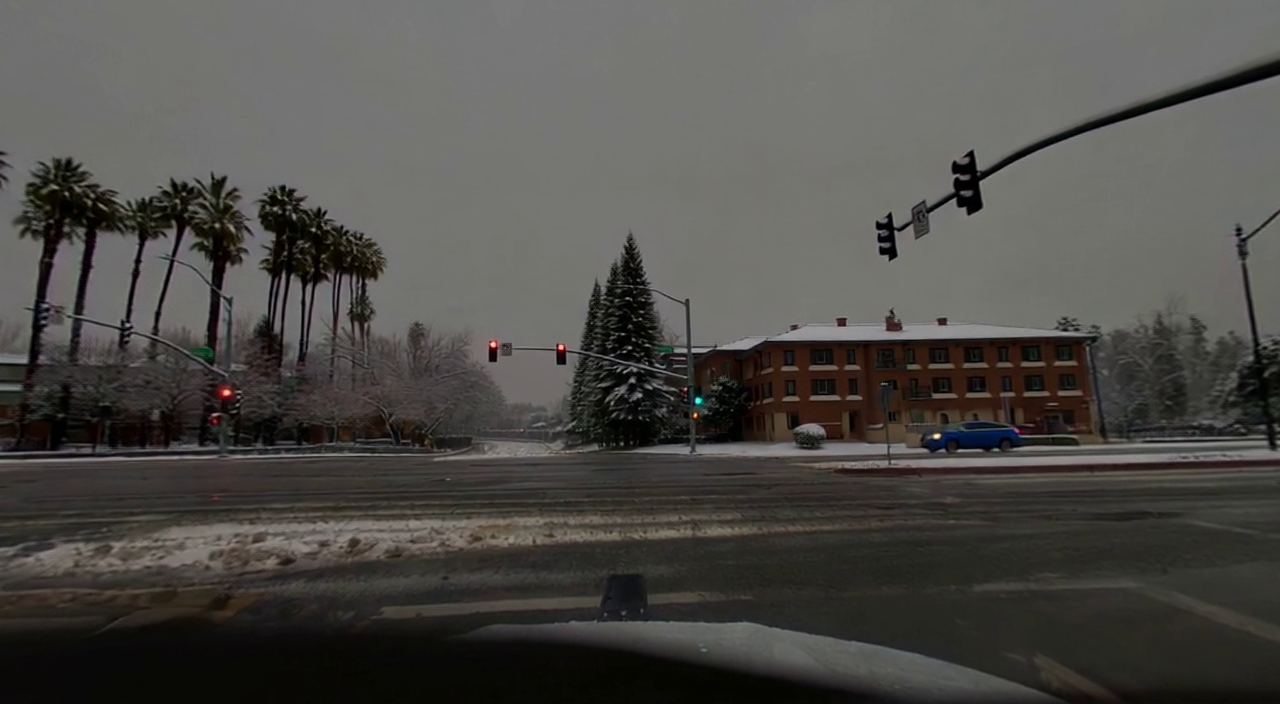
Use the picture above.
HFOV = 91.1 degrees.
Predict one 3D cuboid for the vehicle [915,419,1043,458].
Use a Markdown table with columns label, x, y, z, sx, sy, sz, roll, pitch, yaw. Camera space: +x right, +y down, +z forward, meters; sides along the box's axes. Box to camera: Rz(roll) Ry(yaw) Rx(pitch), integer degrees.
| label | x | y | z | sx | sy | sz | roll | pitch | yaw |
| --- | --- | --- | --- | --- | --- | --- | --- | --- | --- |
| vehicle | 15.794 | 4.063 | 29.439 | 4.820 | 1.751 | 2.050 | 0 | -8 | -2 |
